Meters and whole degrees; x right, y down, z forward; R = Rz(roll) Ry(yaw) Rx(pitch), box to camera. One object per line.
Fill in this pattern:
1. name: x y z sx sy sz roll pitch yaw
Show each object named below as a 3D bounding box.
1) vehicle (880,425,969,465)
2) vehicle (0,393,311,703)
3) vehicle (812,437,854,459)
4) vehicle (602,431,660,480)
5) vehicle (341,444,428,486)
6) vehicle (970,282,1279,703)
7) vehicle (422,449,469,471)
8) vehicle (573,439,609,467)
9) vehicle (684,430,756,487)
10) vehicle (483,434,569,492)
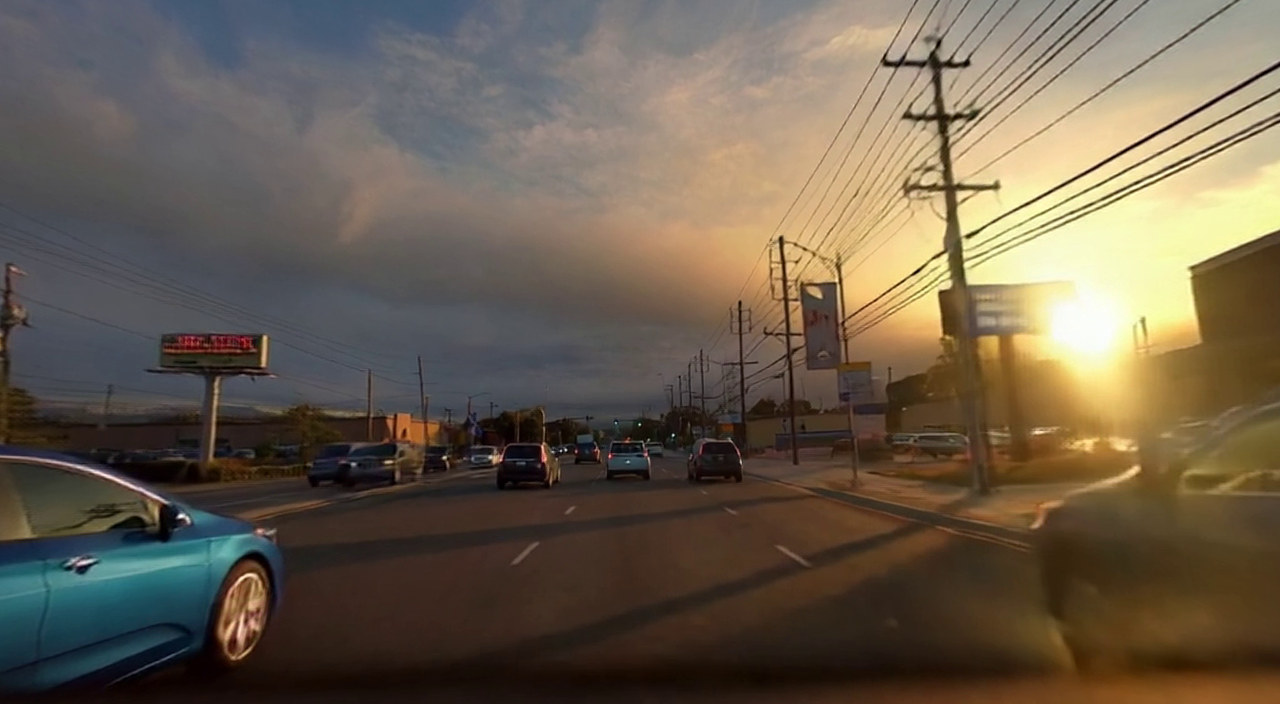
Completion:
1. vehicle: 16.114 5.336 36.237 2.409 1.981 5.809 -2 -9 0
2. vehicle: -3.291 0.885 2.097 2.022 1.498 4.471 0 -8 -1
3. vehicle: 14.733 7.292 48.133 1.990 1.597 4.475 -5 -9 30
4. vehicle: -0.435 4.492 27.722 2.326 1.925 4.253 0 -8 -2
5. vehicle: -11.039 4.883 27.685 2.020 1.633 4.462 0 -8 -2
6. vehicle: 3.457 0.638 1.829 2.282 1.897 4.915 0 -8 -1
7. vehicle: -15.181 8.446 49.714 2.258 1.586 4.820 0 -8 -1
8. vehicle: -3.684 7.731 48.596 2.405 2.009 5.909 0 -8 -1
9. vehicle: 2.844 3.880 23.469 2.026 1.904 4.102 0 -8 -1
10. vehicle: -3.536 3.521 20.405 2.051 1.671 3.861 0 -8 0
